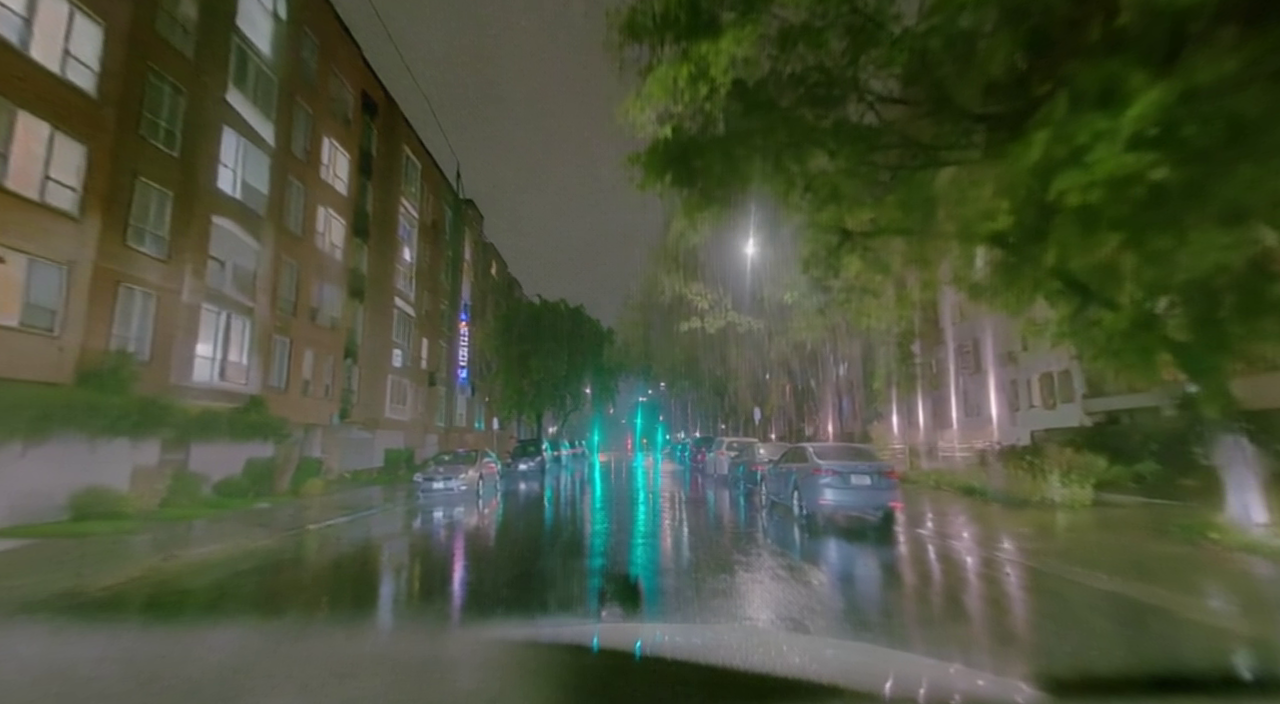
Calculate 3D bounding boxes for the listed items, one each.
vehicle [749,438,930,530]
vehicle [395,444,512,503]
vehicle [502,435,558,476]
[{"bbox_3d":[3.644,2.479,12.627,1.881,1.460,4.737,1,-8,-3],"label":"vehicle"},{"bbox_3d":[-5.319,3.489,18.734,2.080,1.458,4.511,-2,-8,0],"label":"vehicle"},{"bbox_3d":[-5.476,5.215,32.067,2.069,1.881,4.697,0,-8,-1],"label":"vehicle"}]
